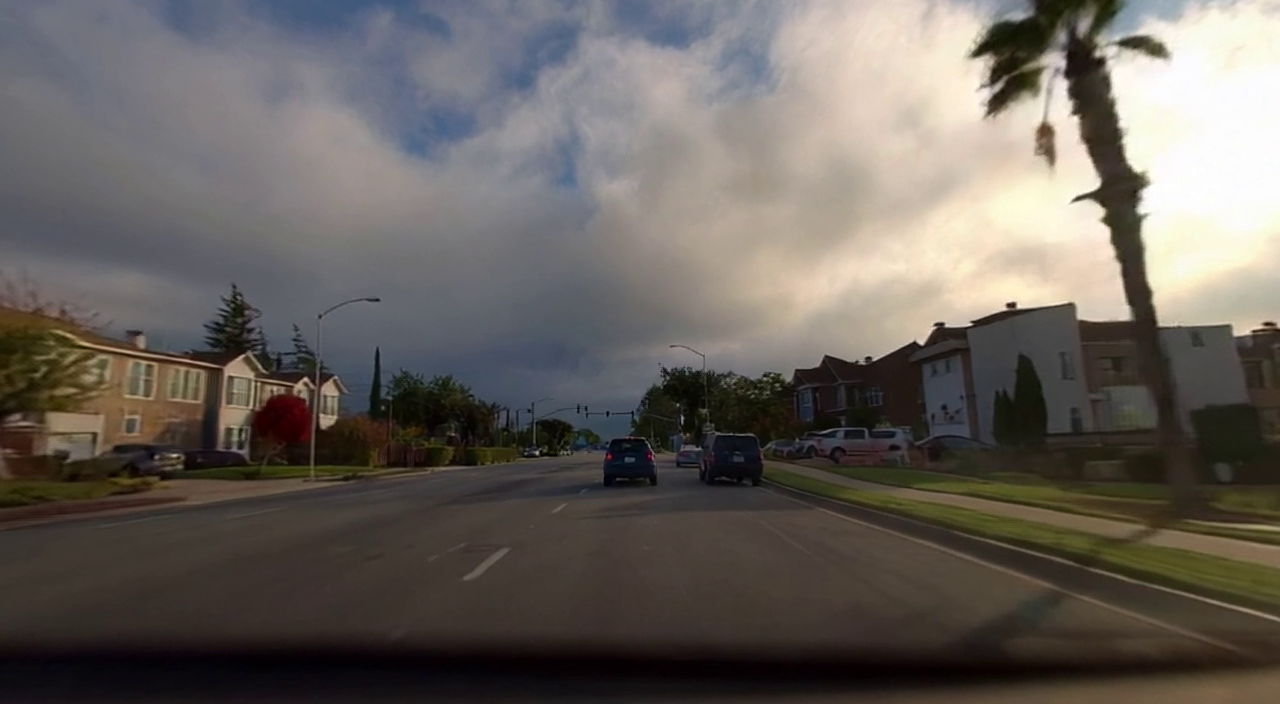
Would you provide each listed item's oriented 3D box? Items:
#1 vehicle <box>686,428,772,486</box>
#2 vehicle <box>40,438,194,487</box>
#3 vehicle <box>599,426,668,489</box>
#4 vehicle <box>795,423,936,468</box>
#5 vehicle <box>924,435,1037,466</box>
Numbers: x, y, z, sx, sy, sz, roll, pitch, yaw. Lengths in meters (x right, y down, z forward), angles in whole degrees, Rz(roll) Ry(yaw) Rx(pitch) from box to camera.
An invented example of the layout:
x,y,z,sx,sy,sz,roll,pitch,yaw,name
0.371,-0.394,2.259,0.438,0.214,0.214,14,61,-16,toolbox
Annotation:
x,y,z,sx,sy,sz,roll,pitch,yaw,name
3.164,3.880,23.531,2.416,1.922,5.023,0,-9,-1,vehicle
-21.684,4.572,26.453,2.196,1.820,4.955,0,-9,0,vehicle
-0.261,3.427,20.720,1.994,1.810,5.057,0,-9,-2,vehicle
10.549,4.433,29.875,5.709,2.017,2.435,0,-9,-2,vehicle
16.176,4.717,30.062,4.317,1.420,1.828,0,-9,1,vehicle
